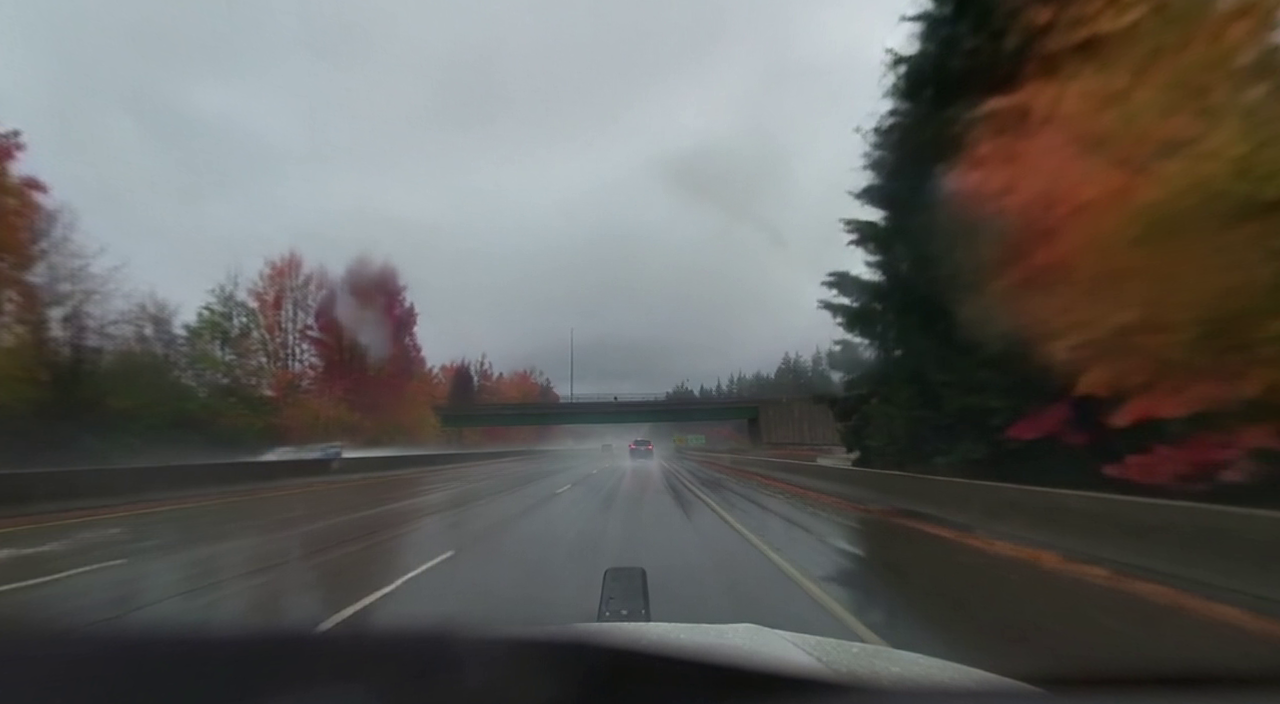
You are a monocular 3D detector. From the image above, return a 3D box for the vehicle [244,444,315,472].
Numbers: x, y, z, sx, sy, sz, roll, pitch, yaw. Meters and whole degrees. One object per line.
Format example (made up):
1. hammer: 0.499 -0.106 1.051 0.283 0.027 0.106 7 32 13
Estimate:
1. vehicle: -21.733 6.374 38.020 1.796 1.516 4.315 0 -8 -1
